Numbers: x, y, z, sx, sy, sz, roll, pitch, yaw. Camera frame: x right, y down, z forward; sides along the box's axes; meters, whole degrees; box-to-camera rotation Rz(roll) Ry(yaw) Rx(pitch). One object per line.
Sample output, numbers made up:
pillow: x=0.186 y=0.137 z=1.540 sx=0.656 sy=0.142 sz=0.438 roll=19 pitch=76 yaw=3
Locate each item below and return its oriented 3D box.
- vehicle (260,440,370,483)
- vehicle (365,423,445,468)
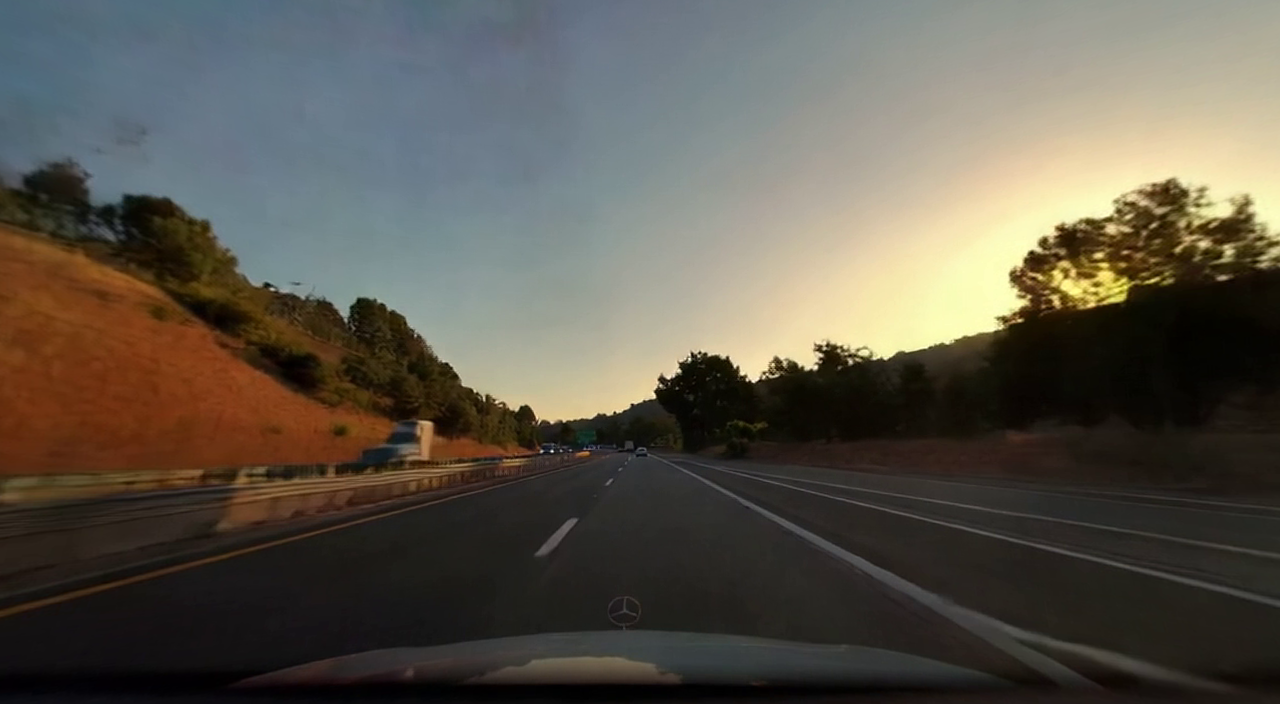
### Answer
vehicle: x=-12.302 y=4.166 z=24.214 sx=1.888 sy=1.462 sz=4.218 roll=0 pitch=-9 yaw=1
vehicle: x=-15.909 y=6.413 z=43.291 sx=2.554 sy=2.819 sz=7.254 roll=0 pitch=-9 yaw=1
